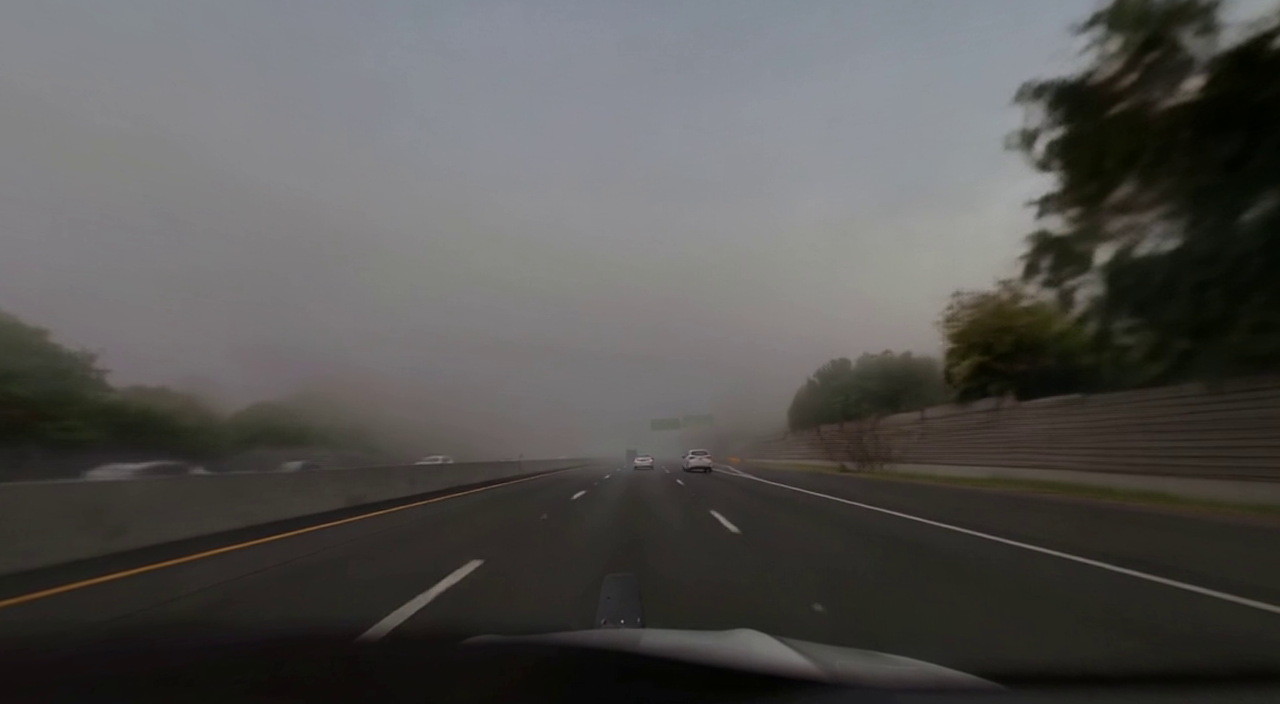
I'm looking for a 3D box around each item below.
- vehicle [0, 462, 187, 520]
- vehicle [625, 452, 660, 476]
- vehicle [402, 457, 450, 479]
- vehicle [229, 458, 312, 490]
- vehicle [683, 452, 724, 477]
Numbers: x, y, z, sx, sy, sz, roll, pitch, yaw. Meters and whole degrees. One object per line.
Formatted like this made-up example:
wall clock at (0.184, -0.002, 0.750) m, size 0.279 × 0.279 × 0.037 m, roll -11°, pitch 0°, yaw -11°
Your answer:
vehicle at (-16.847, 4.224, 19.669) m, size 1.860 × 1.495 × 4.658 m, roll 0°, pitch -9°, yaw 1°
vehicle at (0.143, 6.987, 39.596) m, size 2.065 × 1.400 × 4.028 m, roll 0°, pitch -9°, yaw -1°
vehicle at (-15.930, 8.670, 47.220) m, size 1.919 × 1.473 × 4.498 m, roll -1°, pitch -9°, yaw 2°
vehicle at (-20.710, 6.842, 35.554) m, size 2.050 × 1.644 × 4.292 m, roll 0°, pitch -9°, yaw 0°
vehicle at (3.571, 6.440, 36.187) m, size 1.883 × 1.320 × 3.386 m, roll 0°, pitch -9°, yaw -2°
